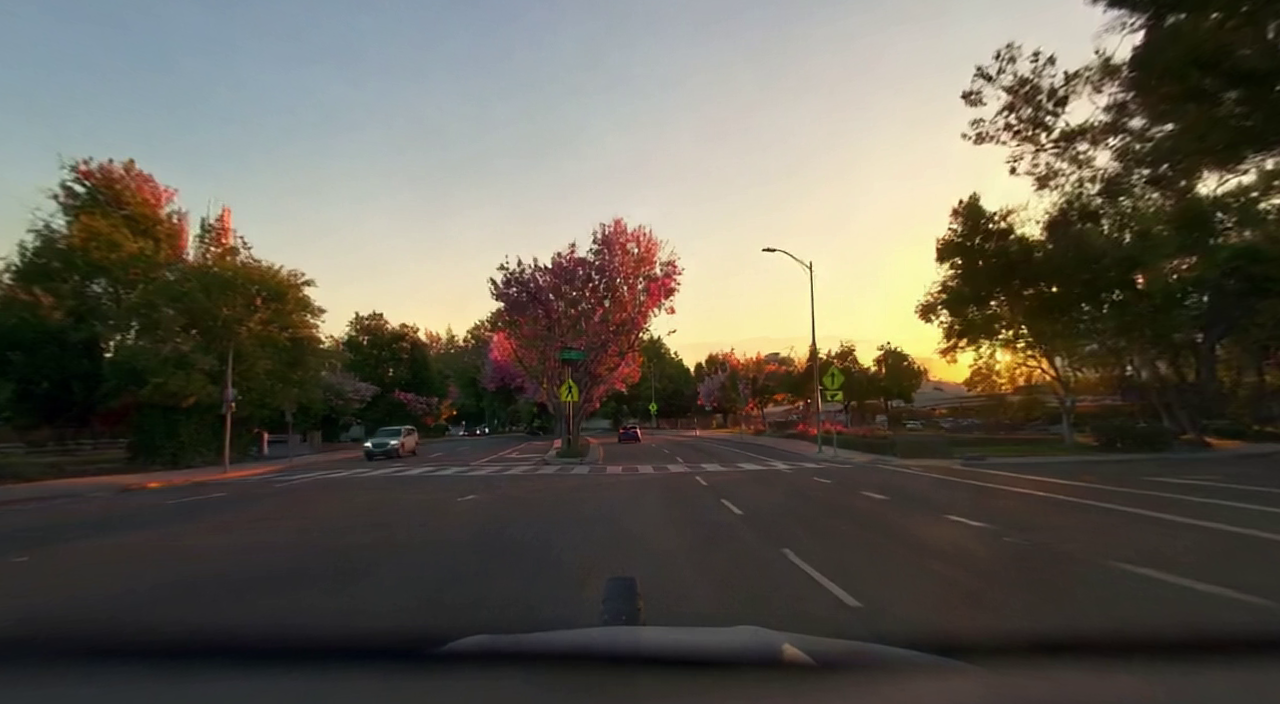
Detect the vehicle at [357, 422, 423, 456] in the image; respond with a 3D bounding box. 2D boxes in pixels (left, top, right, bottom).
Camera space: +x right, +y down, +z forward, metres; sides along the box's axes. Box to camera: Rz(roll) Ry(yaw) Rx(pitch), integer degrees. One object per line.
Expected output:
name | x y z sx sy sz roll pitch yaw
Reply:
vehicle | -14.991 5.275 37.962 2.182 1.933 4.940 0 -8 -3
